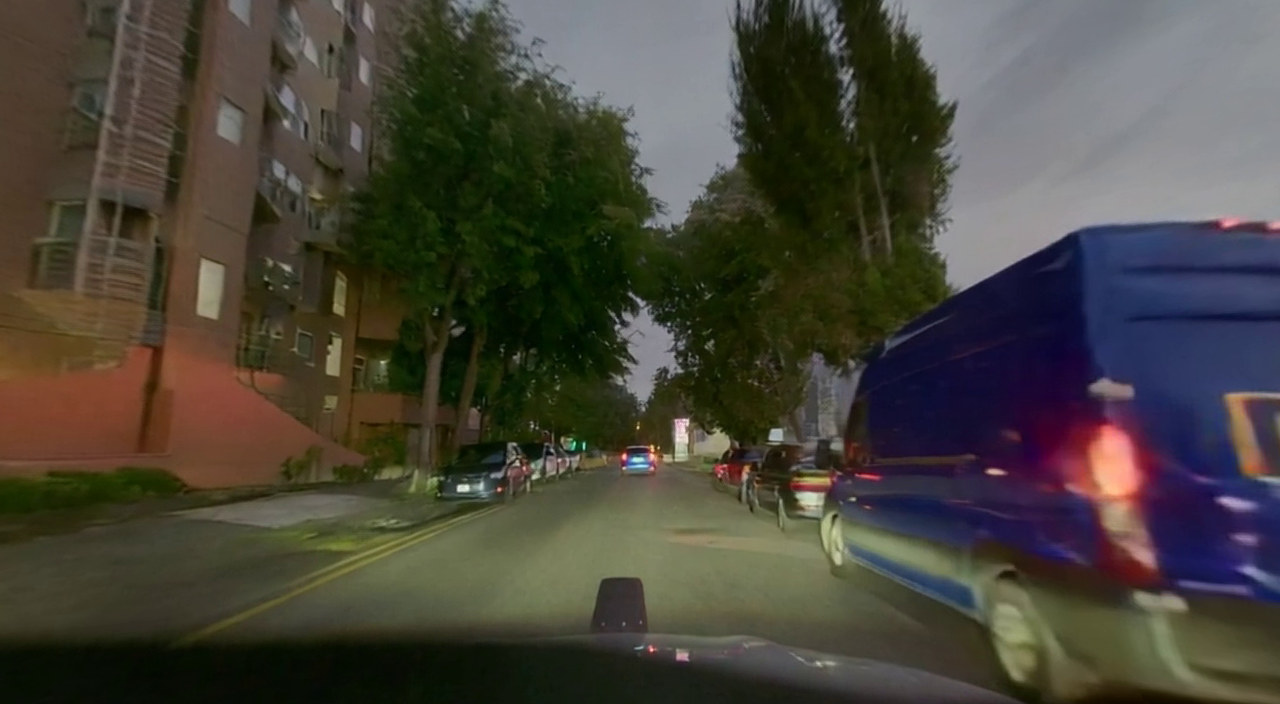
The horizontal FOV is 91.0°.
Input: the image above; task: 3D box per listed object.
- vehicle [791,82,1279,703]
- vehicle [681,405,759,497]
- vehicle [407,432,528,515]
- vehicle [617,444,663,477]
[{"bbox_3d":[3.070,0.793,5.043,2.245,2.843,5.762,0,-8,0],"label":"vehicle"},{"bbox_3d":[2.998,3.710,25.219,2.489,3.082,6.627,0,-4,2],"label":"vehicle"},{"bbox_3d":[-4.262,3.017,16.308,1.951,1.662,4.046,0,-4,1],"label":"vehicle"},{"bbox_3d":[0.050,5.296,30.927,2.095,1.510,3.605,0,-8,2],"label":"vehicle"}]
